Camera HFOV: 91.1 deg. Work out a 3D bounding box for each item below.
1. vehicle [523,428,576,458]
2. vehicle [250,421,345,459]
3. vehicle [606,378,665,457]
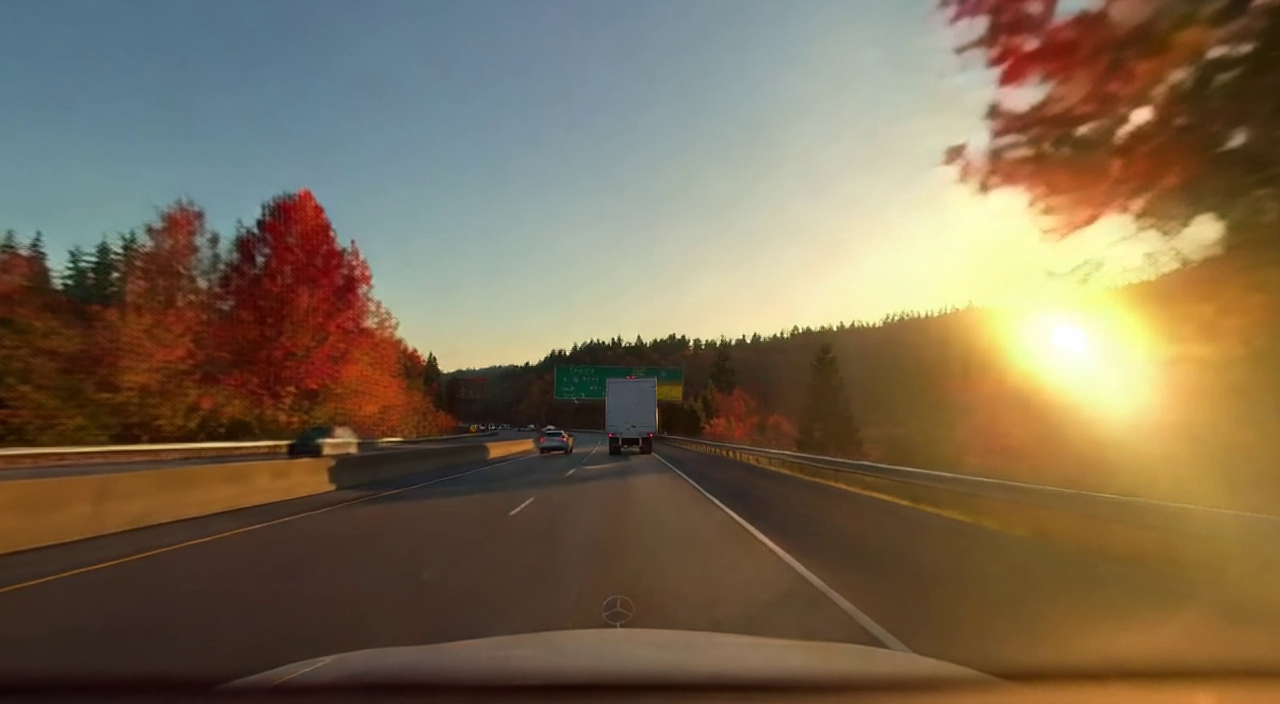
[{"bbox_3d":[-4.737,4.837,33.613,2.217,1.495,4.245,0,-8,0],"label":"vehicle"},{"bbox_3d":[-15.916,4.111,29.550,1.979,1.653,4.497,0,-8,-1],"label":"vehicle"},{"bbox_3d":[-0.415,4.120,37.986,3.013,4.016,11.496,0,-8,-2],"label":"vehicle"}]
